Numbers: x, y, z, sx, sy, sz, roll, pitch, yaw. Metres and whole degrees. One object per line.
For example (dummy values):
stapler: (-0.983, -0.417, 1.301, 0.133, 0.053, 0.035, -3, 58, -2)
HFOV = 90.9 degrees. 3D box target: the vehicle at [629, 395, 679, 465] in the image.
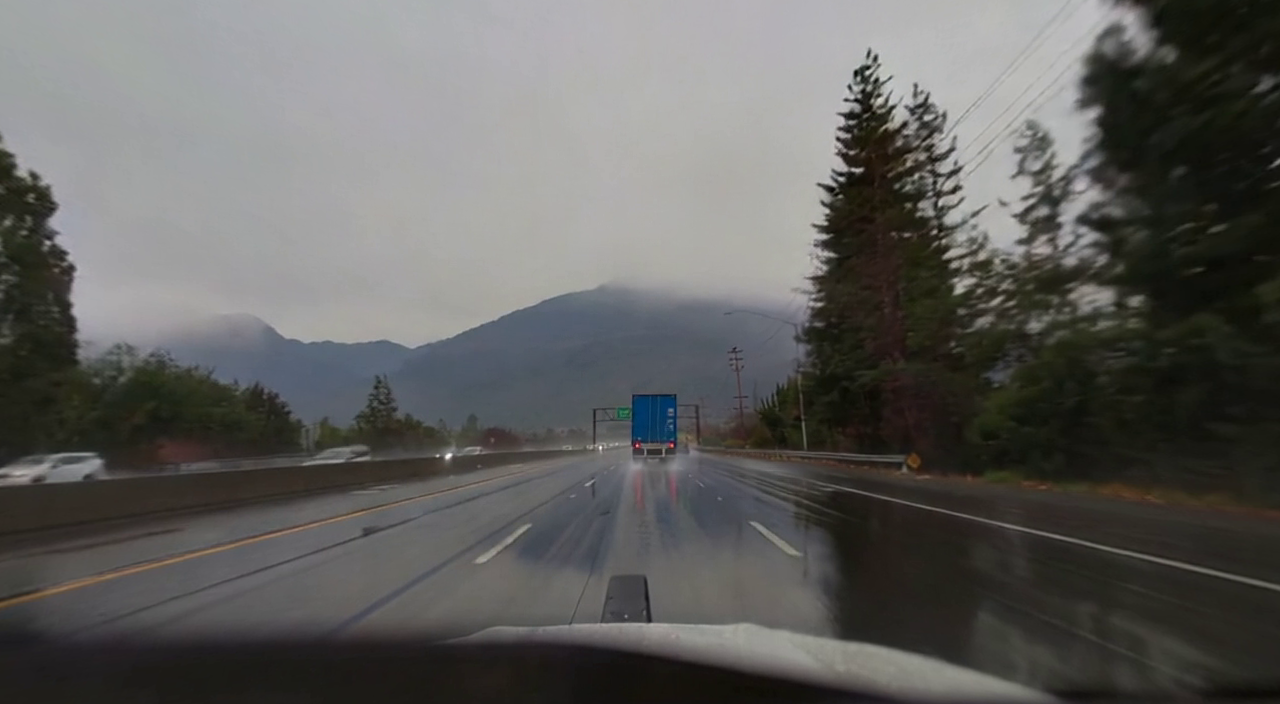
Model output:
vehicle: (0.771, 5.454, 42.961, 2.919, 4.101, 11.541, 0, -8, -1)

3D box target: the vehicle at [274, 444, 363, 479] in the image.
vehicle: (-19.518, 6.616, 38.657, 2.125, 1.916, 6.198, -1, -8, 1)
